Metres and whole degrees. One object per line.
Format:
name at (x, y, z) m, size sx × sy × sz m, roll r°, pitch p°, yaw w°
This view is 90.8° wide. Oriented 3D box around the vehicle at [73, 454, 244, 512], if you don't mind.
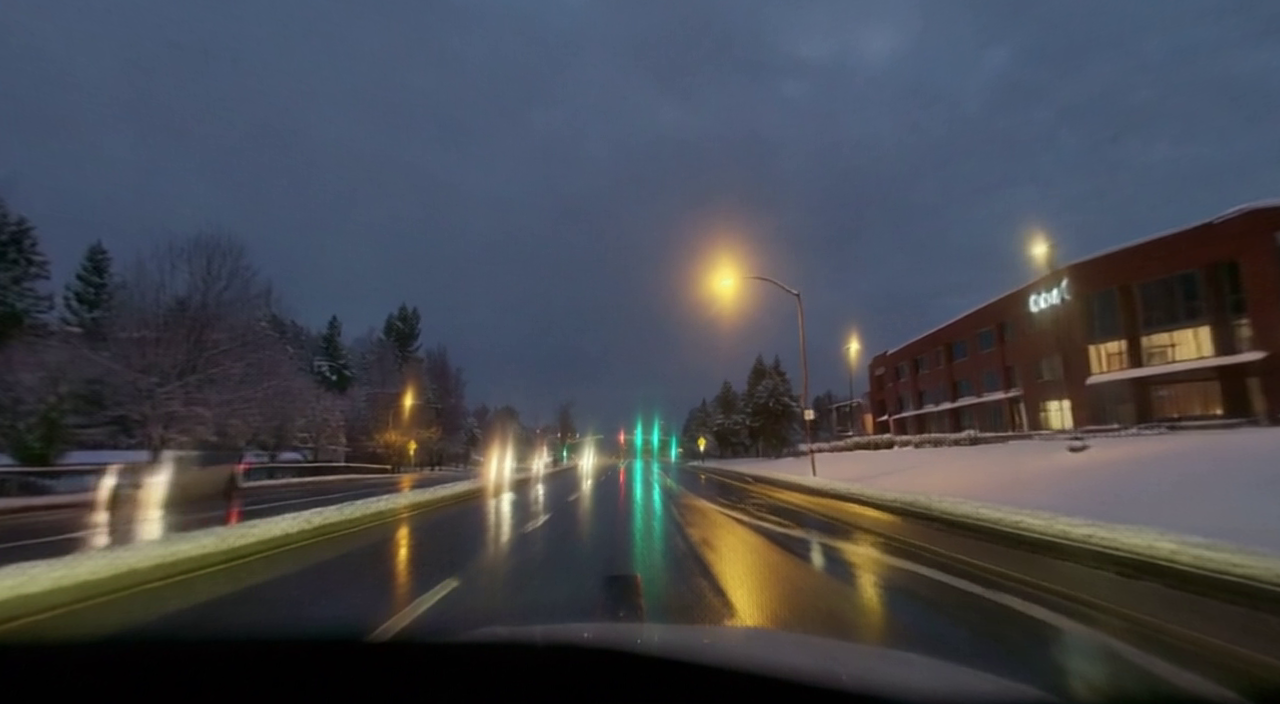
vehicle at (-16.098, 4.346, 21.539) m, size 2.131 × 1.679 × 4.554 m, roll -1°, pitch -9°, yaw 2°
